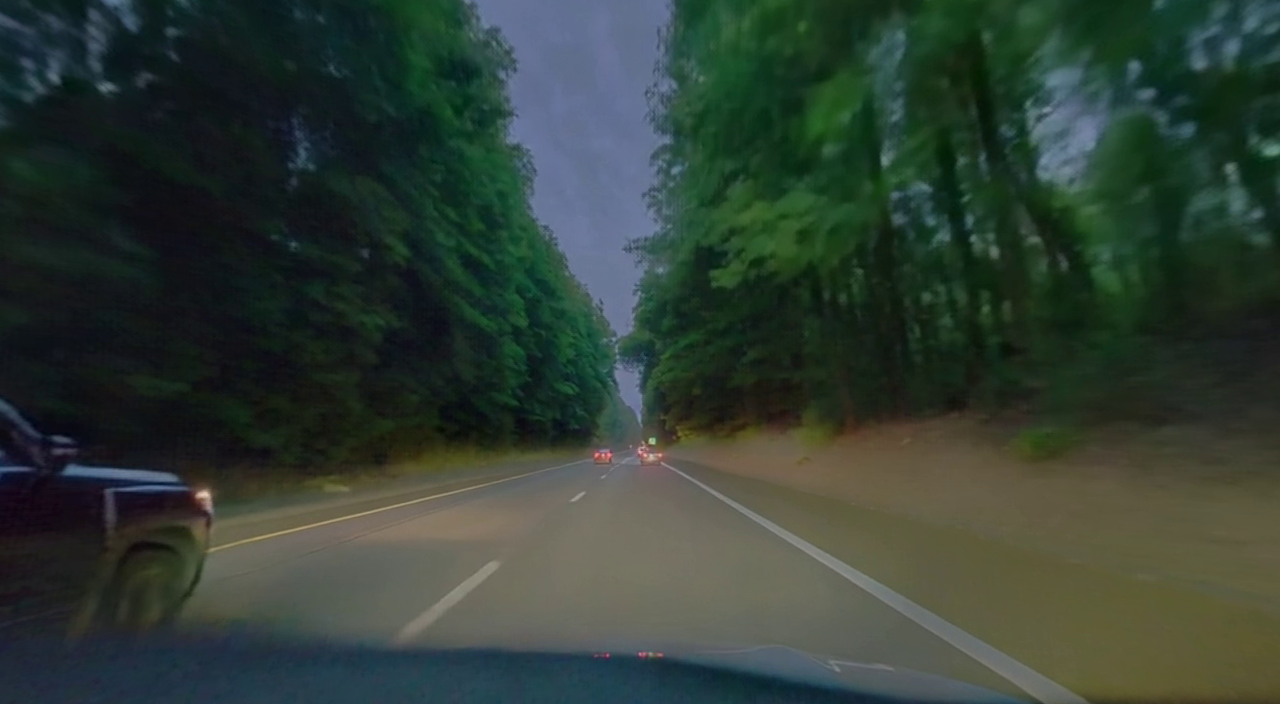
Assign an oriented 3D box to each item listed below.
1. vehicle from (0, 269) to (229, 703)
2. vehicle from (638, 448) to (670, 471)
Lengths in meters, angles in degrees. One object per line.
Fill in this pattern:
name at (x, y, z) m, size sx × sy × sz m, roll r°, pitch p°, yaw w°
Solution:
vehicle at (-3.783, 0.524, 1.339) m, size 2.418 × 2.049 × 4.930 m, roll 0°, pitch -9°, yaw 0°
vehicle at (0.884, 7.225, 42.612) m, size 2.046 × 1.452 × 4.407 m, roll 0°, pitch -9°, yaw -1°
